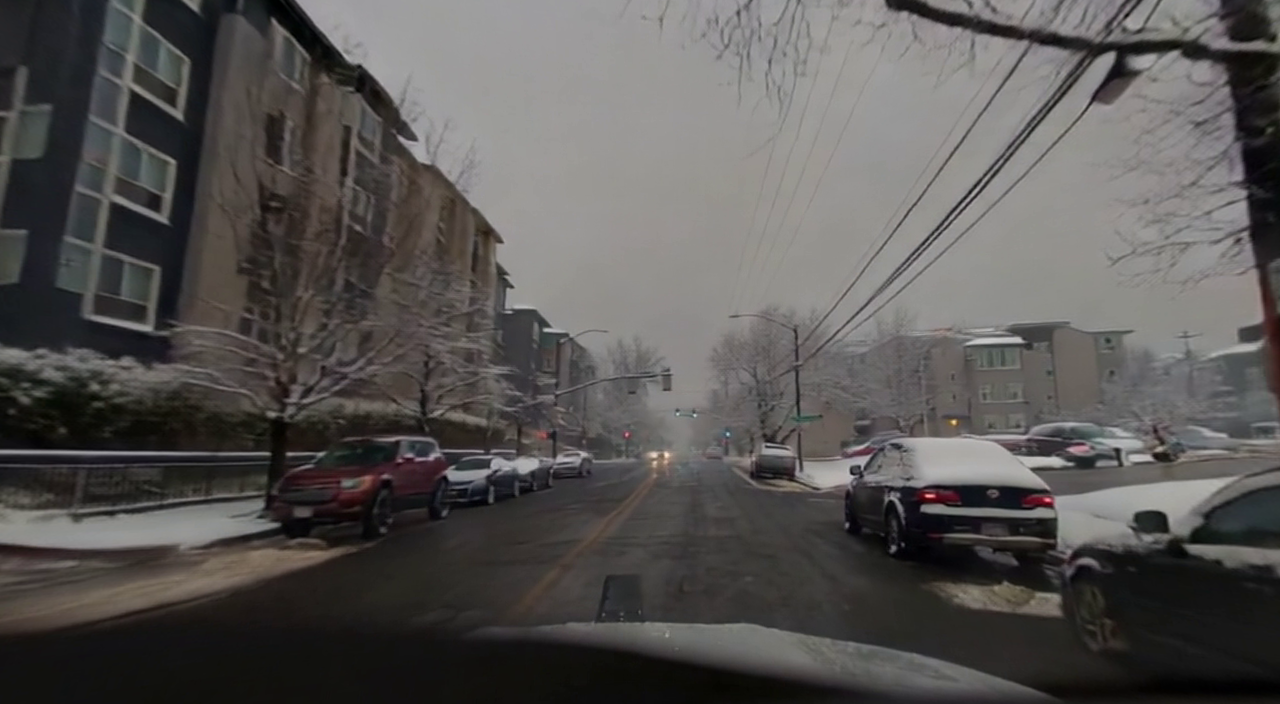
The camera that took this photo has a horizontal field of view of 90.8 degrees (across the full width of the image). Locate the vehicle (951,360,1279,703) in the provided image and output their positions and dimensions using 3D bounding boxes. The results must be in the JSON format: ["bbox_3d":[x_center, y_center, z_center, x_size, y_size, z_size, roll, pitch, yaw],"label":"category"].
[{"bbox_3d":[3.567,0.972,3.006,2.153,1.685,4.586,-1,-8,5],"label":"vehicle"}]

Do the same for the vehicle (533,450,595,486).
[{"bbox_3d":[-3.369,5.246,28.956,1.934,1.484,4.630,-1,-8,5],"label":"vehicle"}]

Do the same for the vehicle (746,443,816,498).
[{"bbox_3d":[5.352,4.517,24.654,2.034,1.689,4.978,-1,-6,5],"label":"vehicle"}]

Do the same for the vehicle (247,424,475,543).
[{"bbox_3d":[-4.971,2.389,12.202,1.993,1.817,4.619,-1,-8,4],"label":"vehicle"}]
